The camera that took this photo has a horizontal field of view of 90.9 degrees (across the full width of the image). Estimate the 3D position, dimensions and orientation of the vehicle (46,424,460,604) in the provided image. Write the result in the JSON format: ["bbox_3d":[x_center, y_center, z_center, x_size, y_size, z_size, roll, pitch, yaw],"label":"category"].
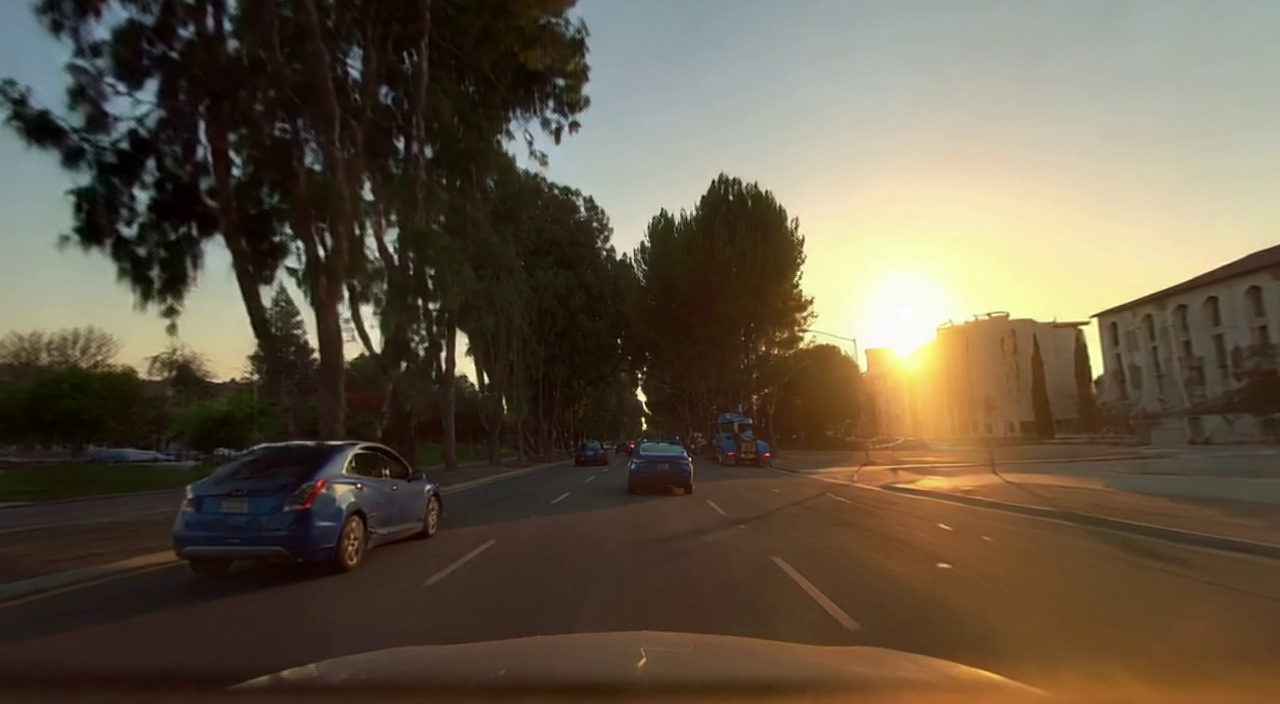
[{"bbox_3d":[-3.979,1.727,7.794,2.003,1.507,4.808,0,-8,1],"label":"vehicle"}]

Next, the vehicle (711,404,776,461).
[{"bbox_3d":[5.999,4.815,37.489,2.736,3.078,5.825,-1,-8,-1],"label":"vehicle"}]

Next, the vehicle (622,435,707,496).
[{"bbox_3d":[0.595,3.089,17.533,2.086,1.466,4.026,0,-8,0],"label":"vehicle"}]

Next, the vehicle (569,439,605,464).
[{"bbox_3d":[-3.673,7.010,44.365,2.062,1.641,4.193,0,-8,2],"label":"vehicle"}]
